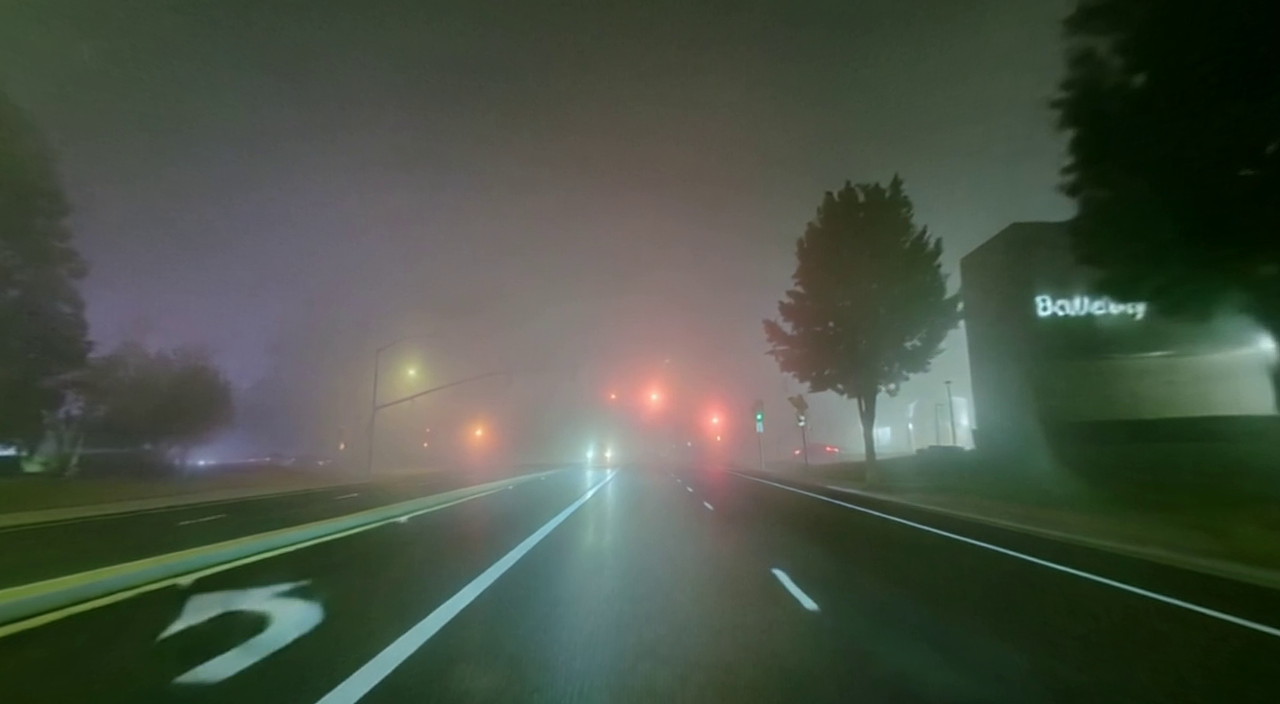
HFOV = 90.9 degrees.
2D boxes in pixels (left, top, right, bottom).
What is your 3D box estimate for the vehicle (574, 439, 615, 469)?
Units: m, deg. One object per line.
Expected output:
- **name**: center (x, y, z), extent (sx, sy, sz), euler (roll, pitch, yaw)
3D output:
- **vehicle**: center (-2.844, 6.525, 40.598), extent (2.250, 1.791, 4.300), euler (0, -8, 1)
